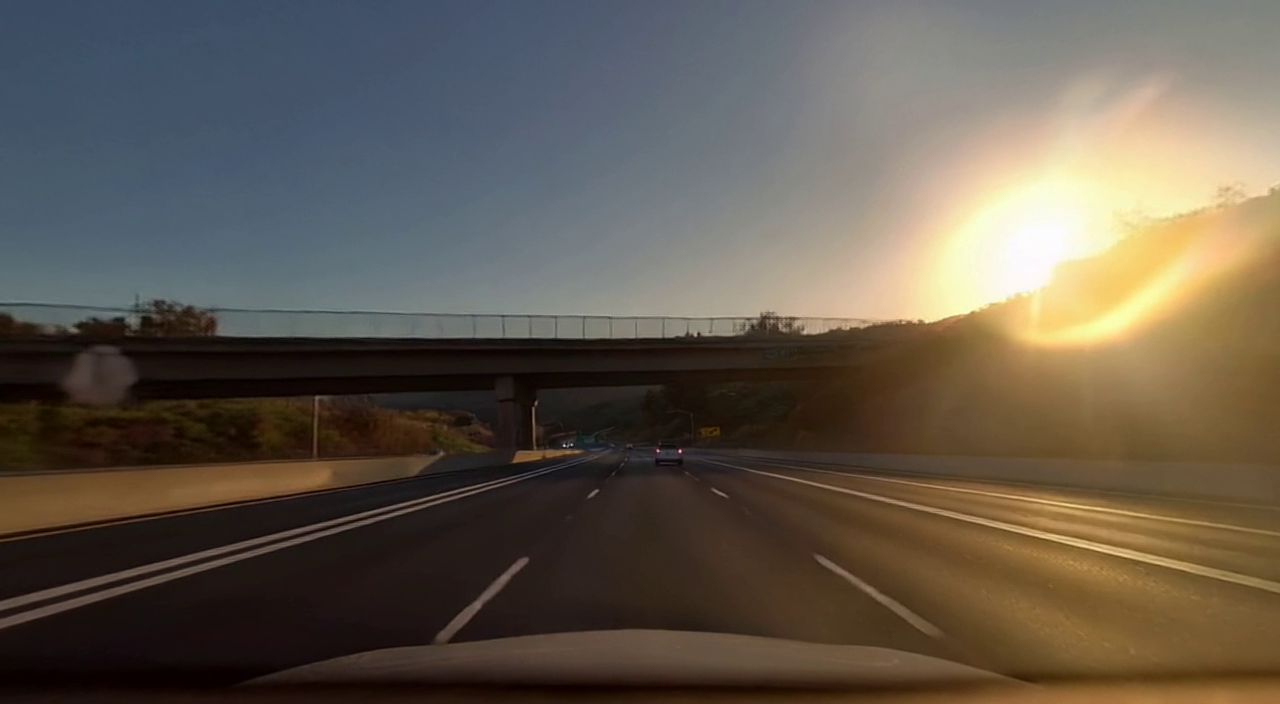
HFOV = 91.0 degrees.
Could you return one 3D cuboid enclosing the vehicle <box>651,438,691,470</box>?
[{"bbox_3d":[1.619,5.548,34.466,2.050,1.654,4.192,0,-8,1],"label":"vehicle"}]
